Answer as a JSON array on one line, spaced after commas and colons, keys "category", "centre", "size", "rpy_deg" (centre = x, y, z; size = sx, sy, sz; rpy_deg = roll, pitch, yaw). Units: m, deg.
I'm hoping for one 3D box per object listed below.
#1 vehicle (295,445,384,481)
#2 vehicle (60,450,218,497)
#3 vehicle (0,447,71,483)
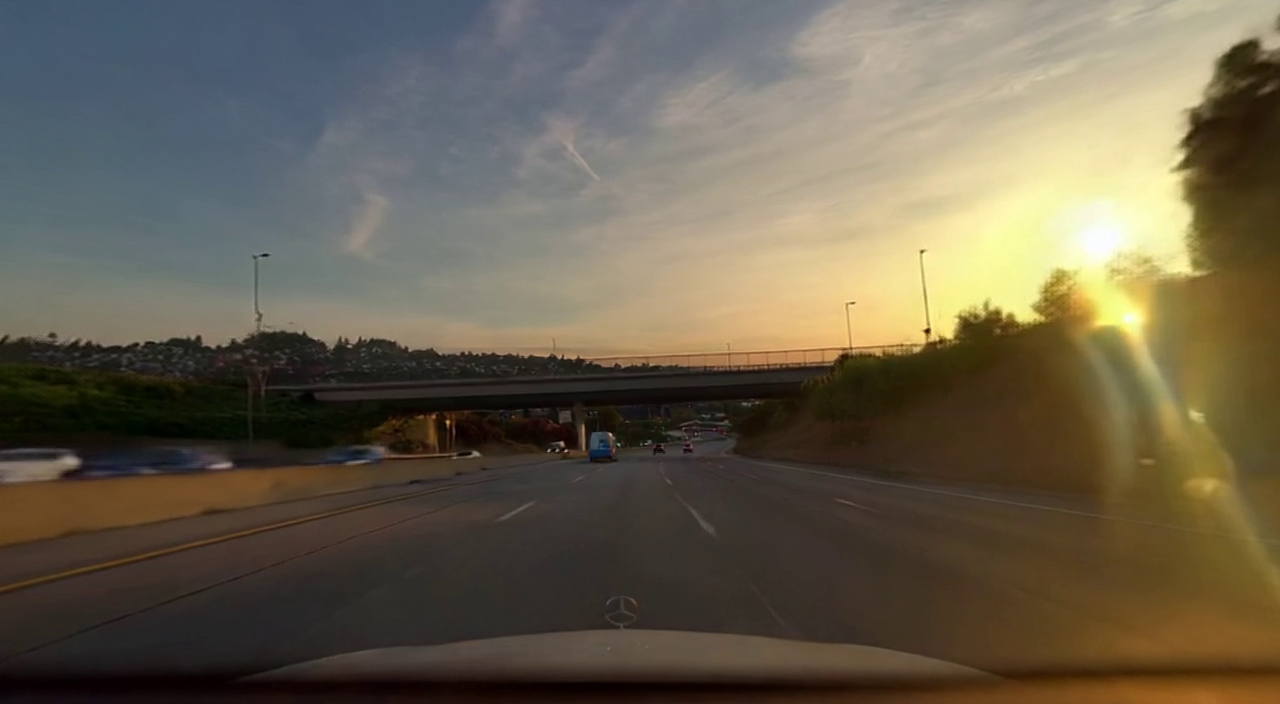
[{"category": "vehicle", "centre": [-13.548, 4.989, 28.768], "size": [1.944, 1.507, 3.985], "rpy_deg": [0, -8, 2]}, {"category": "vehicle", "centre": [-17.810, 4.305, 22.791], "size": [1.905, 1.474, 4.495], "rpy_deg": [0, -8, 2]}, {"category": "vehicle", "centre": [-31.188, 5.542, 30.997], "size": [1.916, 1.679, 4.547], "rpy_deg": [-1, -8, 7]}]
